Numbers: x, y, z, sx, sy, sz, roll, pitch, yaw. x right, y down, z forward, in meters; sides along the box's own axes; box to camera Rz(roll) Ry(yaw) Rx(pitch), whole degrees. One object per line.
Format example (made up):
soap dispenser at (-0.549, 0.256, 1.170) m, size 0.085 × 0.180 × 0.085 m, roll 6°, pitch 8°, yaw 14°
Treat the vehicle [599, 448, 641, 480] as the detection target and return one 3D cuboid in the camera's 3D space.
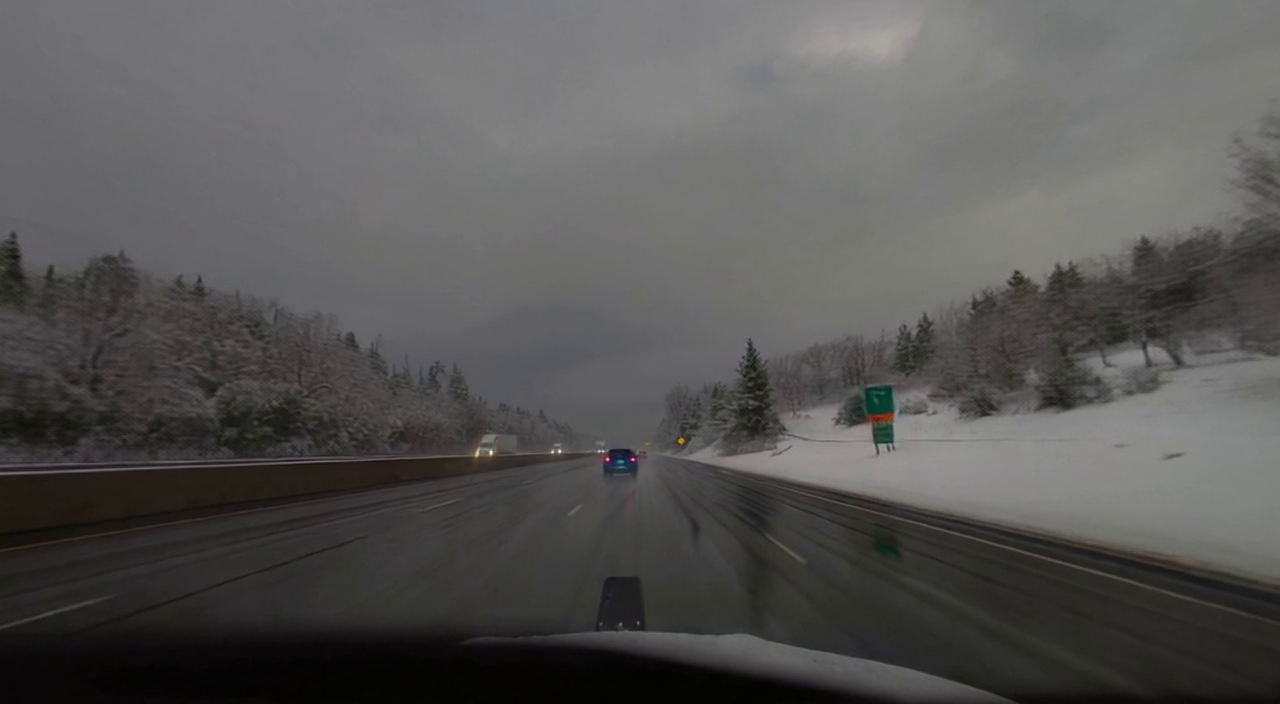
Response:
vehicle at (-0.946, 5.612, 31.865) m, size 1.908 × 1.515 × 3.871 m, roll 0°, pitch -9°, yaw 1°
